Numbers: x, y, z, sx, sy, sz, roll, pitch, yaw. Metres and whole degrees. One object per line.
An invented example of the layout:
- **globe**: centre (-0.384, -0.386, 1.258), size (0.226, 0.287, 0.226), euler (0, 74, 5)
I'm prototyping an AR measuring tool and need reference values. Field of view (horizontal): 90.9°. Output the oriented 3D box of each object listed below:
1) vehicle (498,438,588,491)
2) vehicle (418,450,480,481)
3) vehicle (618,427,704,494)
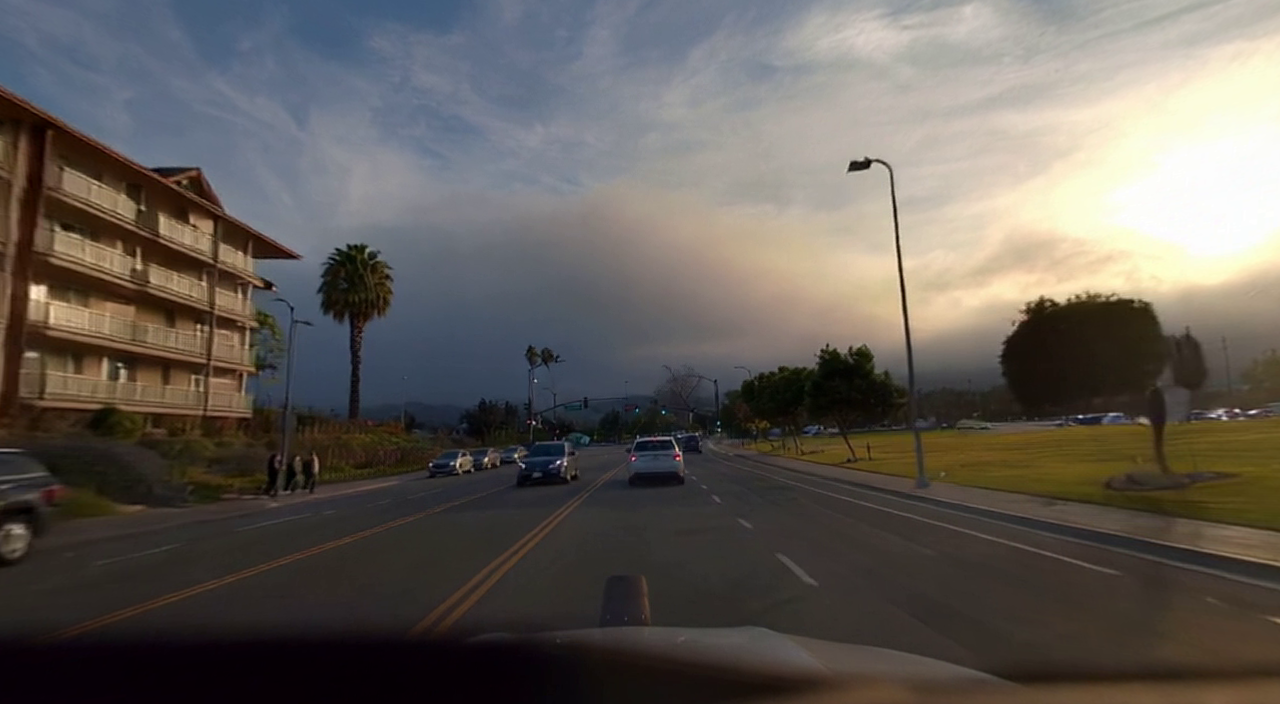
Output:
- **vehicle**: centre (-2.912, 3.488, 19.906), size (2.104, 1.455, 4.199), euler (-1, -9, 1)
- **vehicle**: centre (-10.285, 6.121, 34.264), size (1.839, 1.474, 4.694), euler (-1, -9, 1)
- **vehicle**: centre (0.515, 2.999, 17.664), size (2.132, 1.632, 3.838), euler (0, -9, 0)
